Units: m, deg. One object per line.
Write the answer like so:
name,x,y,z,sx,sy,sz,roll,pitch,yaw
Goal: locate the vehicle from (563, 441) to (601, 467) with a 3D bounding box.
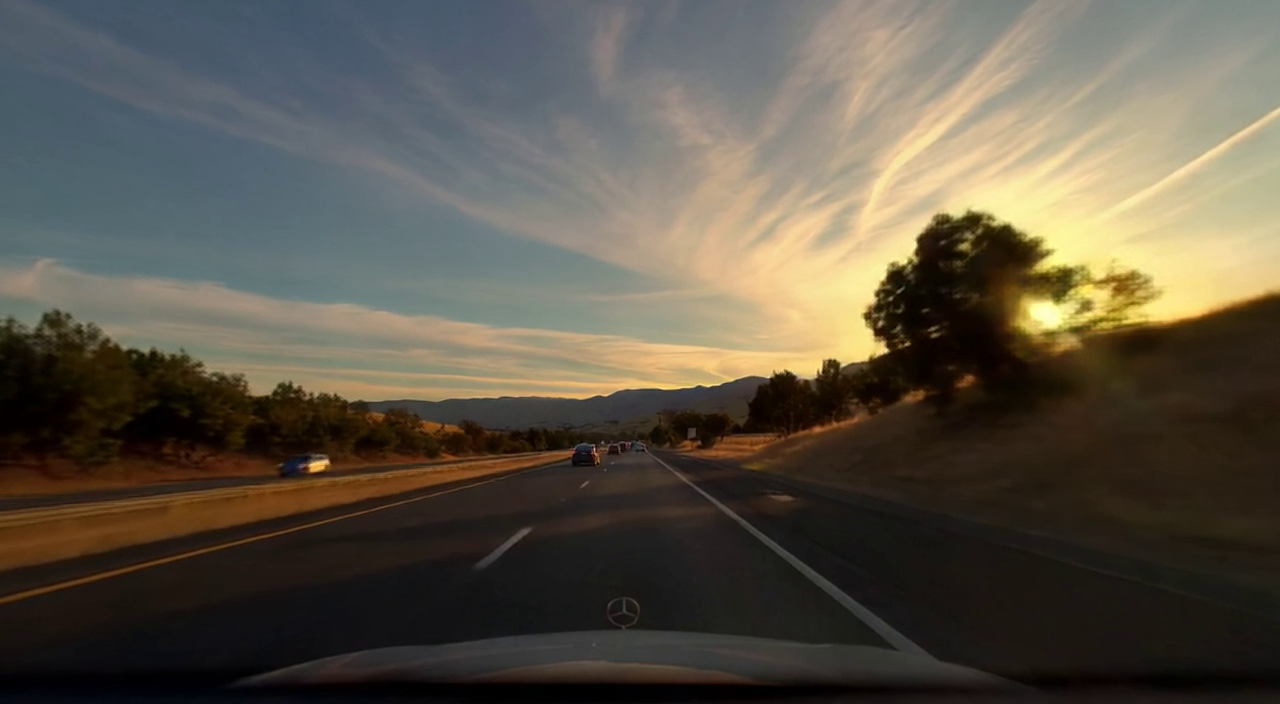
vehicle,-3.994,7.095,44.064,2.132,1.701,4.303,0,-9,1
